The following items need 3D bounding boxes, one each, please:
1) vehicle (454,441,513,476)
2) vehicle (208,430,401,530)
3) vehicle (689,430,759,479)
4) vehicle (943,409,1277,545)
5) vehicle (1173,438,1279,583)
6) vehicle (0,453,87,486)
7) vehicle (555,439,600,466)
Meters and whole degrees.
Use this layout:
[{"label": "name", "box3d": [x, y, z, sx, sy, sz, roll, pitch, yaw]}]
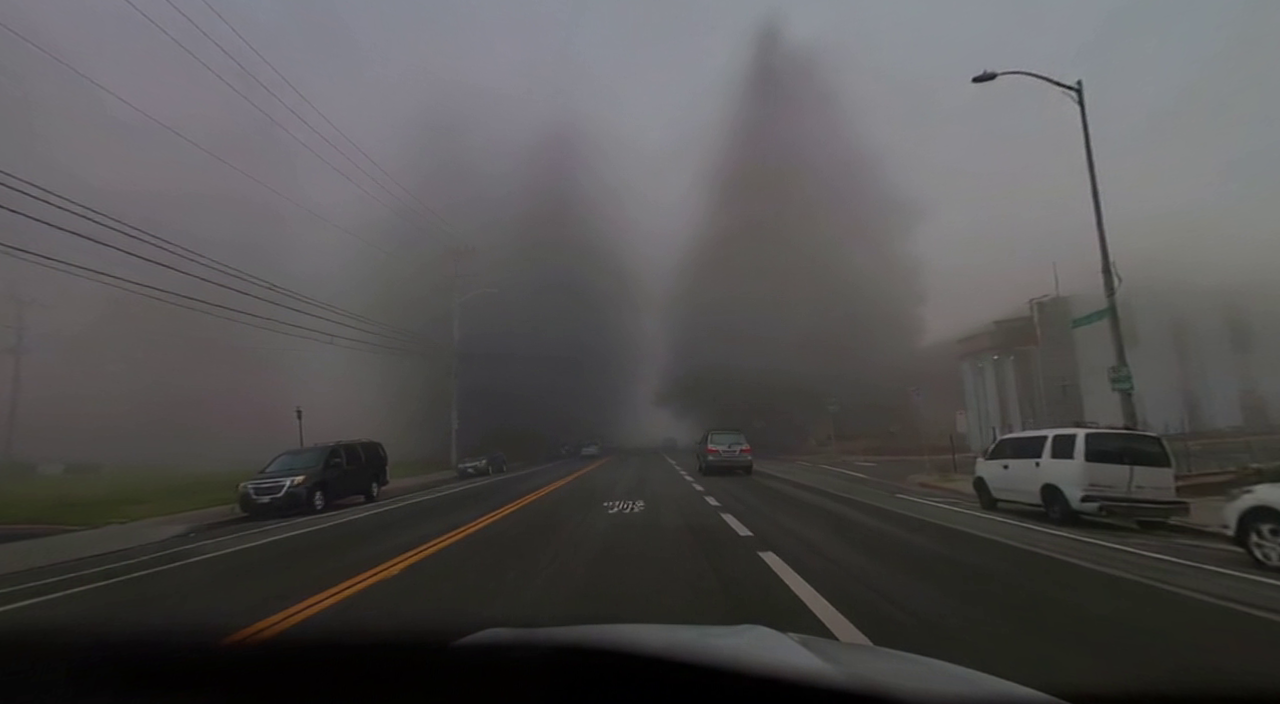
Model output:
[{"label": "vehicle", "box3d": [-8.738, 5.968, 35.711, 2.228, 1.825, 4.522, 0, -8, 0]}, {"label": "vehicle", "box3d": [-8.876, 3.331, 17.430, 2.419, 2.087, 5.334, -3, -6, 0]}, {"label": "vehicle", "box3d": [3.127, 3.946, 24.509, 2.004, 1.704, 4.573, 0, -8, -1]}, {"label": "vehicle", "box3d": [7.990, 2.182, 11.741, 2.133, 1.911, 5.455, -1, -8, 2]}, {"label": "vehicle", "box3d": [7.583, 1.495, 5.508, 1.862, 1.492, 4.571, 0, -8, 0]}, {"label": "vehicle", "box3d": [-31.855, 6.074, 32.879, 1.746, 1.479, 4.603, -1, -8, 2]}, {"label": "vehicle", "box3d": [-3.707, 6.058, 38.213, 2.054, 1.506, 4.325, -1, -8, 4]}]
